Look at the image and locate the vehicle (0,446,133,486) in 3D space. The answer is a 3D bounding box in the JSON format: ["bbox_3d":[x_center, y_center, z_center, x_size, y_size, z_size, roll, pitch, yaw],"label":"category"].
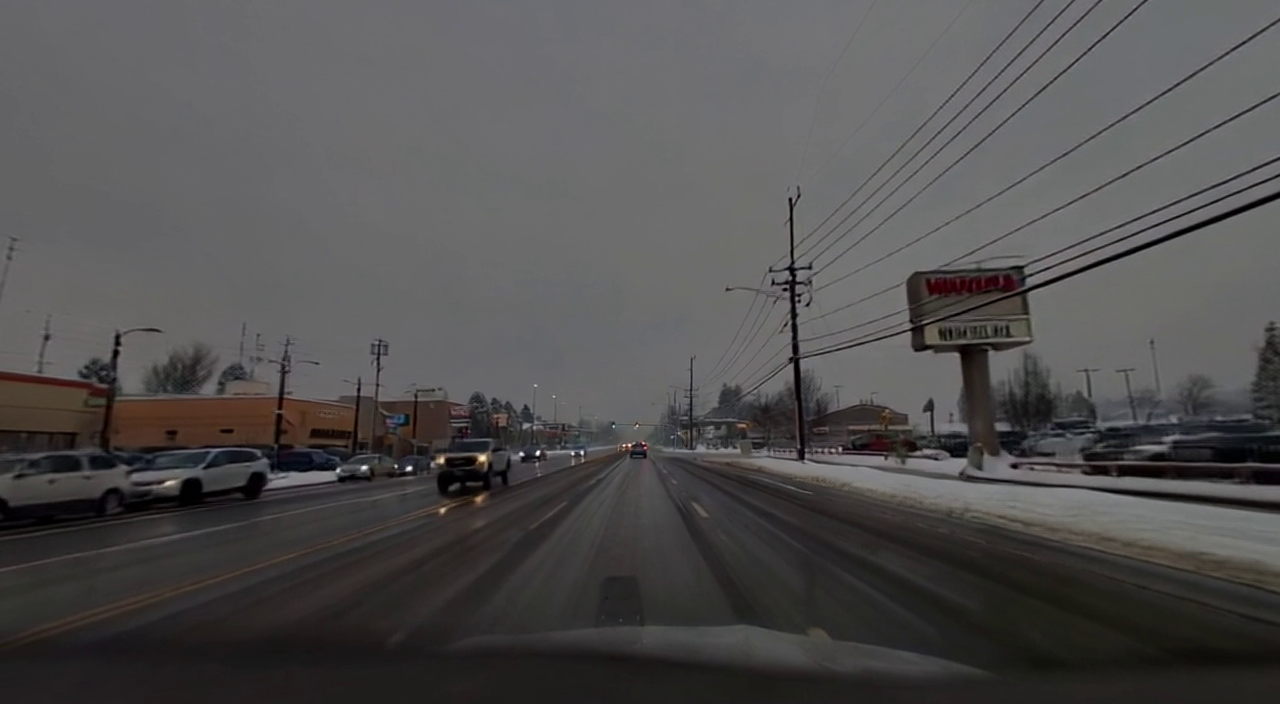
[{"bbox_3d":[-24.527,4.686,26.212,5.137,1.540,1.991,5,-10,-32],"label":"vehicle"}]

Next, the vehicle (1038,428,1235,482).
[{"bbox_3d":[15.043,3.118,19.351,4.396,1.412,1.858,-2,-6,2],"label":"vehicle"}]

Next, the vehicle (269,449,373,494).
[{"bbox_3d":[-13.647,5.089,27.438,1.793,1.534,5.400,-2,-7,-1],"label":"vehicle"}]

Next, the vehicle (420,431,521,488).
[{"bbox_3d":[-5.958,3.857,23.053,2.180,1.805,5.170,0,-8,1],"label":"vehicle"}]

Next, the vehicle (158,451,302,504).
[{"bbox_3d":[-13.821,4.210,21.700,1.901,1.552,4.541,0,-8,0],"label":"vehicle"}]

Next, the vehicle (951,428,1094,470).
[{"bbox_3d":[14.895,3.780,24.798,4.300,1.431,1.937,-2,-7,1],"label":"vehicle"}]
